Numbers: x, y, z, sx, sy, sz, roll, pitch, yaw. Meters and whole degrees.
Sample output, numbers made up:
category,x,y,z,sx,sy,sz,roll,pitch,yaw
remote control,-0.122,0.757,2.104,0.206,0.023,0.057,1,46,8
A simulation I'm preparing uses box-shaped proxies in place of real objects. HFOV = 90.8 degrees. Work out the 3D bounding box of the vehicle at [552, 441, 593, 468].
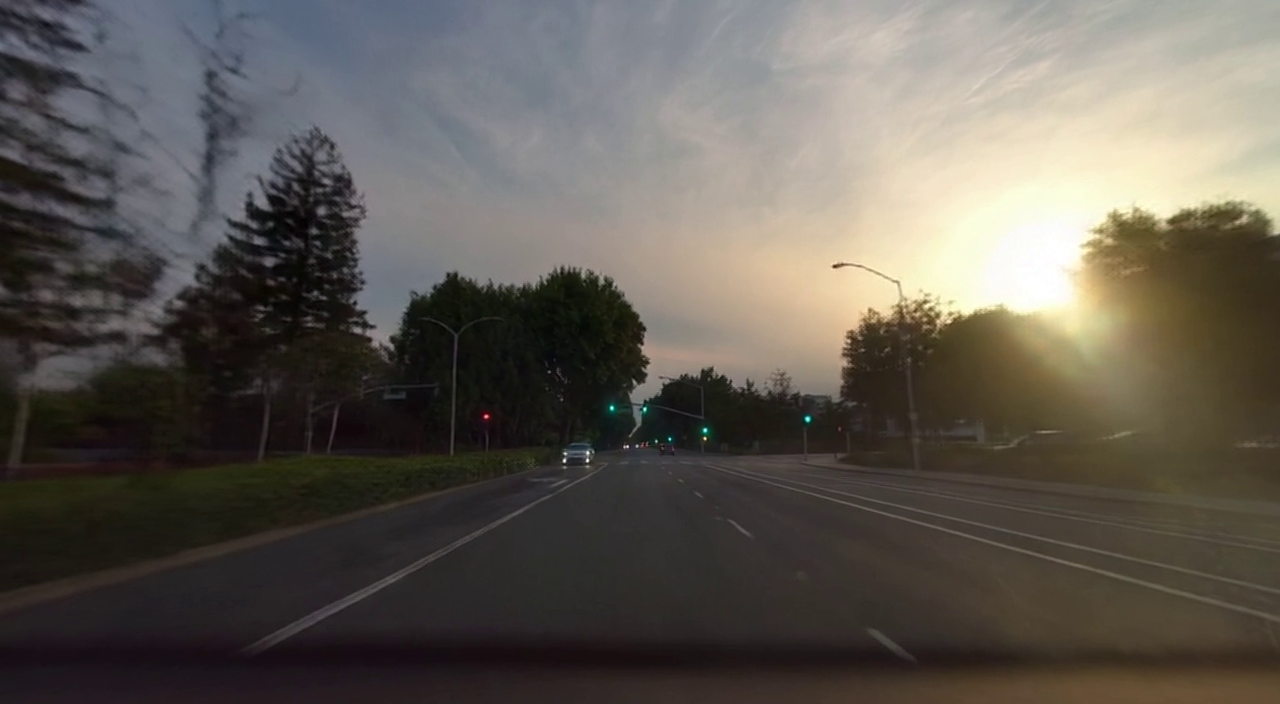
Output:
category,x,y,z,sx,sy,sz,roll,pitch,yaw
vehicle,-4.430,6.807,42.134,2.156,1.722,4.484,-1,-8,0
